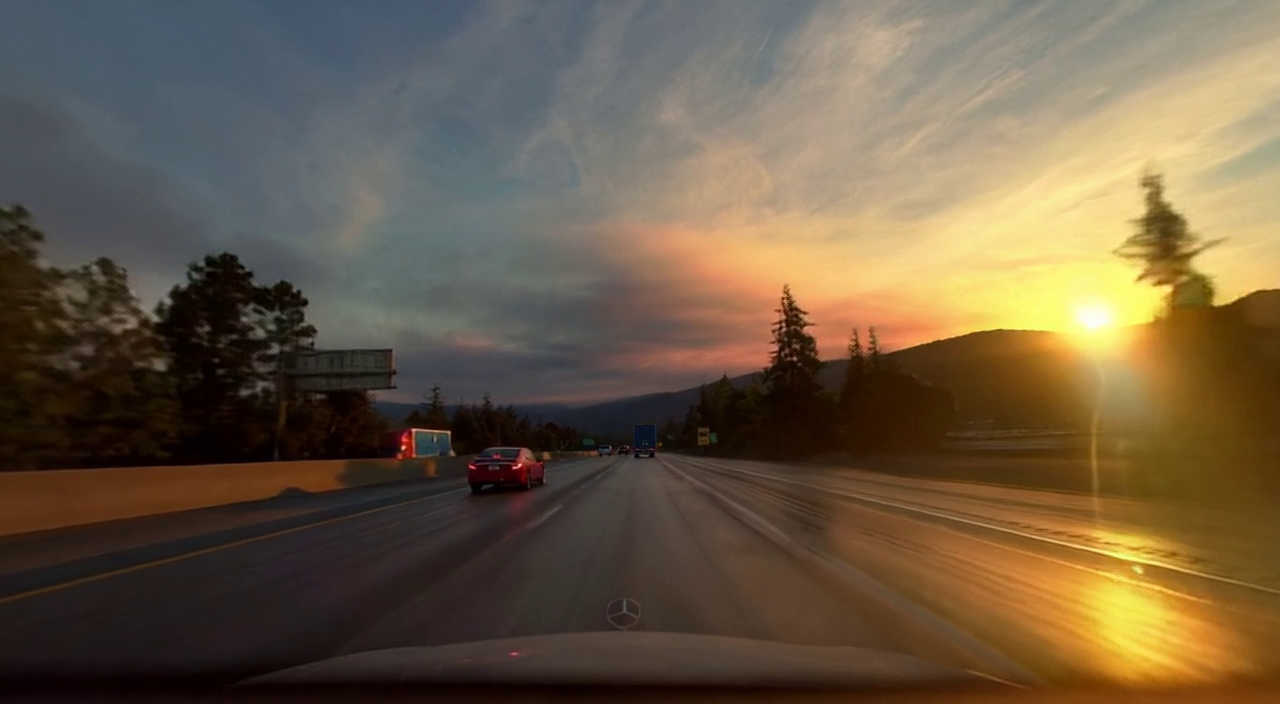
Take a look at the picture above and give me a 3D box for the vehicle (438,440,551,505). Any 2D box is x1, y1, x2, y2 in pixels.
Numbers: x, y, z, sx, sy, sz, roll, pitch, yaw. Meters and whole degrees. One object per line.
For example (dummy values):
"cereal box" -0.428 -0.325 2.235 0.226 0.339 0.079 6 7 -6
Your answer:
"vehicle" -3.865 3.297 17.720 1.999 1.533 4.870 0 -9 0
